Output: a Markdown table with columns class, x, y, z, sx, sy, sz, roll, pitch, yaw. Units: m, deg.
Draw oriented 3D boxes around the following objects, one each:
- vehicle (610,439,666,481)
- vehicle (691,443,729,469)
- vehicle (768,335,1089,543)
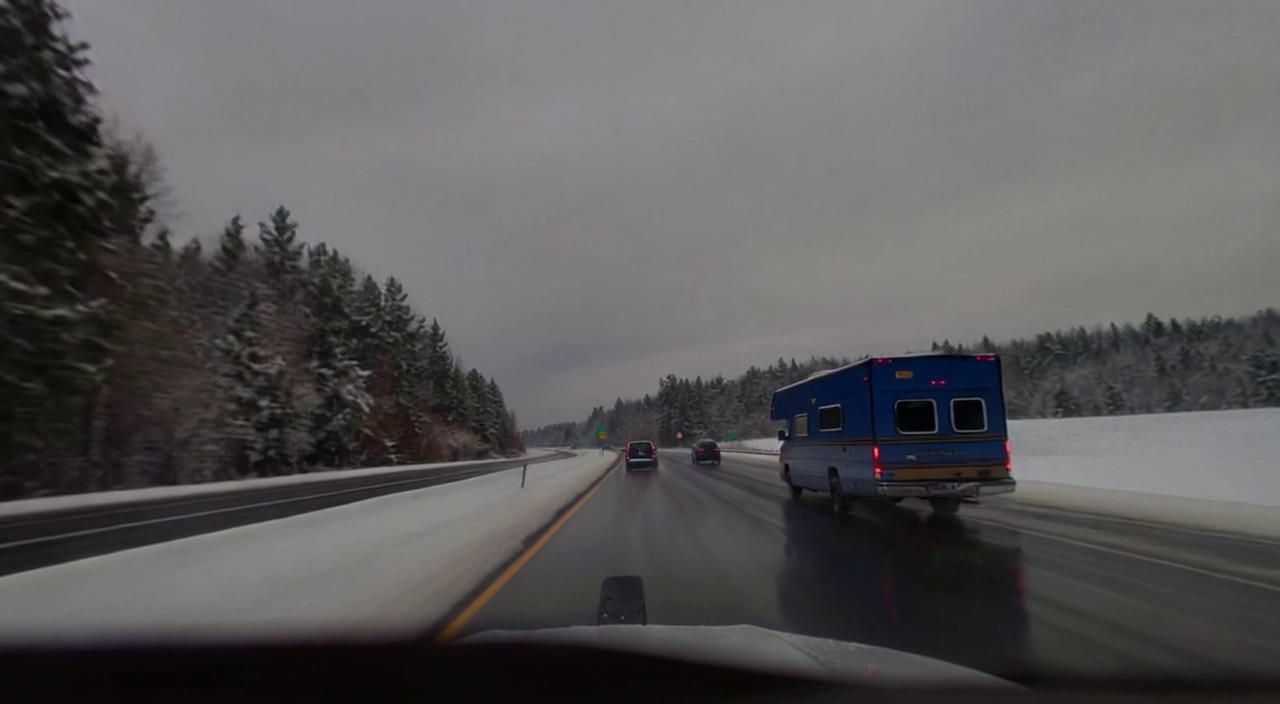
| class | x | y | z | sx | sy | sz | roll | pitch | yaw |
| --- | --- | --- | --- | --- | --- | --- | --- | --- | --- |
| vehicle | -0.118 | 4.426 | 25.985 | 2.120 | 1.575 | 4.018 | 0 | -9 | -1 |
| vehicle | 4.036 | 6.075 | 36.882 | 1.757 | 1.459 | 3.398 | 0 | -9 | -1 |
| vehicle | 4.630 | 1.706 | 12.156 | 2.745 | 2.832 | 7.035 | 0 | -9 | -1 |
